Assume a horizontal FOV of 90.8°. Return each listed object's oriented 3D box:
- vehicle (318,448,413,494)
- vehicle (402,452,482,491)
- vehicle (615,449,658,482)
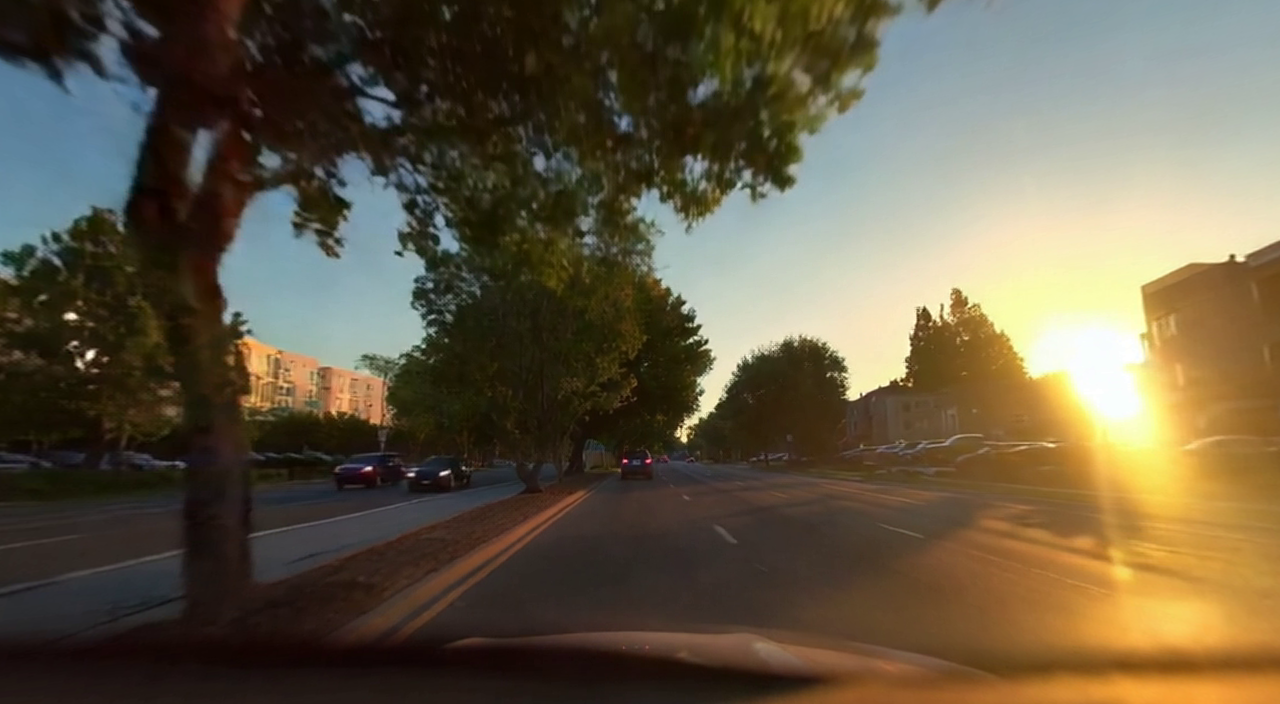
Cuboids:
[{"bbox_3d":[-11.889,5.141,27.769,2.052,1.808,4.716,0,-9,0],"label":"vehicle"},{"bbox_3d":[-8.498,5.132,27.542,1.957,1.527,4.411,0,-9,1],"label":"vehicle"},{"bbox_3d":[-0.124,5.813,32.632,2.093,1.591,4.247,0,-9,1],"label":"vehicle"}]
